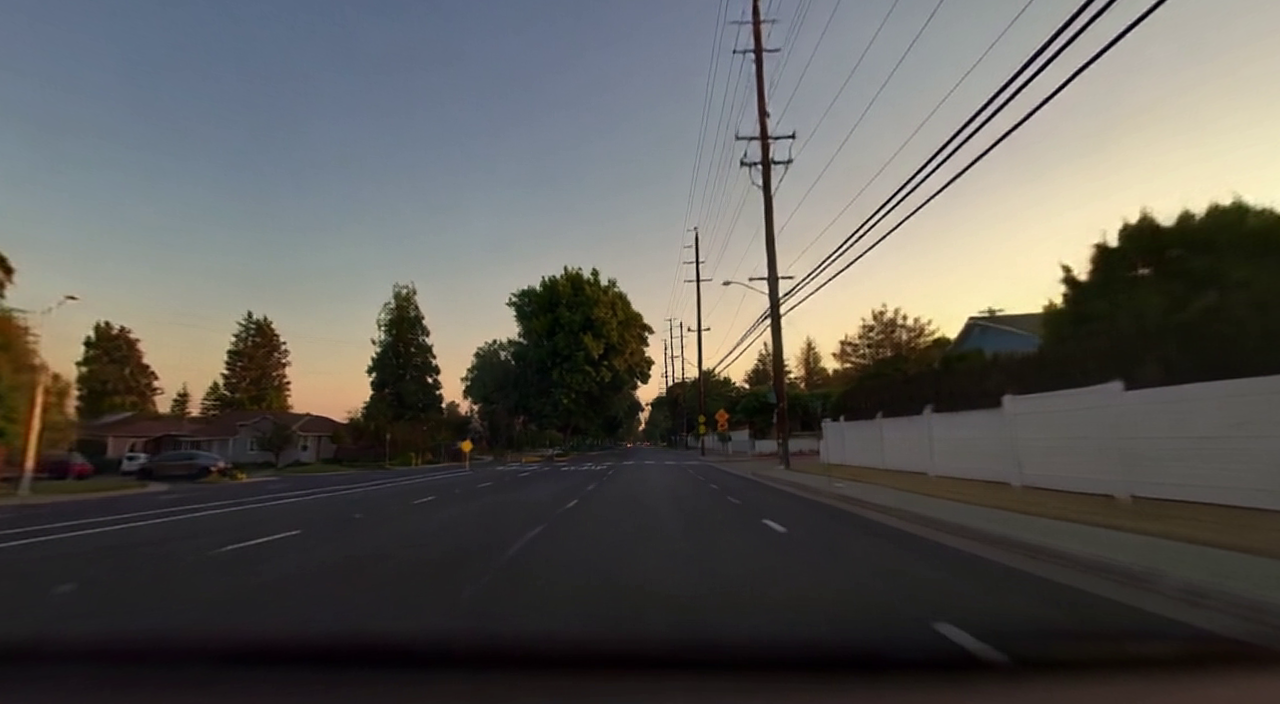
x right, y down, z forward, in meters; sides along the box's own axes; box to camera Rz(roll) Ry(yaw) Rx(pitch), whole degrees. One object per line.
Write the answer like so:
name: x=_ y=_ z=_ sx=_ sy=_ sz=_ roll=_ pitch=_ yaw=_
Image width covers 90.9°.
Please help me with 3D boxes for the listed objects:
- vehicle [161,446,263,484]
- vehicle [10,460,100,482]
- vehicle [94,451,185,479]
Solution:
vehicle: x=-24.127 y=6.328 z=35.544 sx=5.246 sy=1.961 sz=2.280 roll=-4 pitch=-9 yaw=25
vehicle: x=-42.635 y=8.680 z=46.053 sx=4.454 sy=1.443 sz=1.736 roll=2 pitch=-8 yaw=-12
vehicle: x=-37.448 y=8.419 z=47.293 sx=4.728 sy=1.955 sz=2.198 roll=2 pitch=-8 yaw=-12
